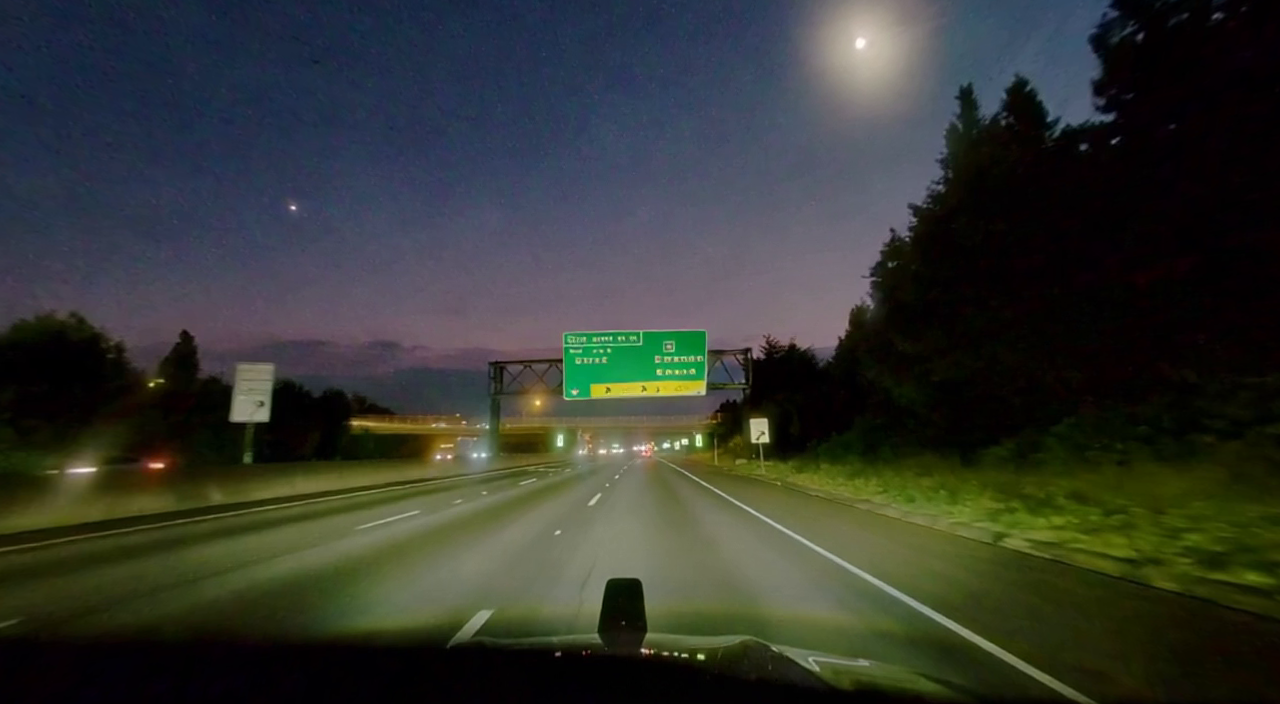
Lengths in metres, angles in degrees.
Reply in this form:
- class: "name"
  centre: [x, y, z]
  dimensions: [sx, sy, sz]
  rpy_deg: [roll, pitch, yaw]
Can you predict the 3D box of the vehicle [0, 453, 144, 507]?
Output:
- class: "vehicle"
  centre: [-19.080, 4.122, 20.788]
  dimensions: [1.866, 1.538, 4.339]
  rpy_deg: [0, -9, 0]
